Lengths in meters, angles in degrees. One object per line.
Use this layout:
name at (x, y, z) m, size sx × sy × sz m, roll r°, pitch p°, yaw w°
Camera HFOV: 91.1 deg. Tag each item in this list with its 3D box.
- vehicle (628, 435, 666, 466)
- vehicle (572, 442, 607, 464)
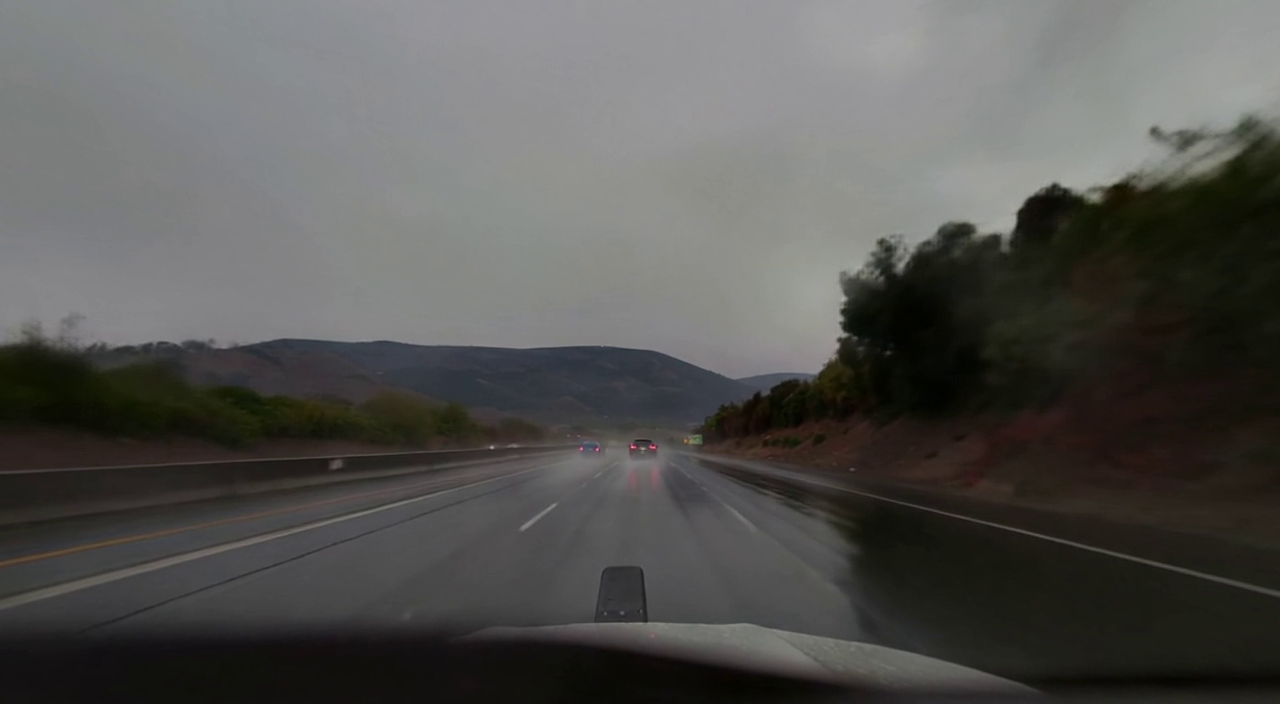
vehicle at (0.415, 6.256, 40.061) m, size 2.272 × 1.836 × 4.866 m, roll 0°, pitch -8°, yaw 0°
vehicle at (-3.537, 7.188, 45.015) m, size 2.082 × 1.485 × 4.237 m, roll 0°, pitch -8°, yaw 1°
